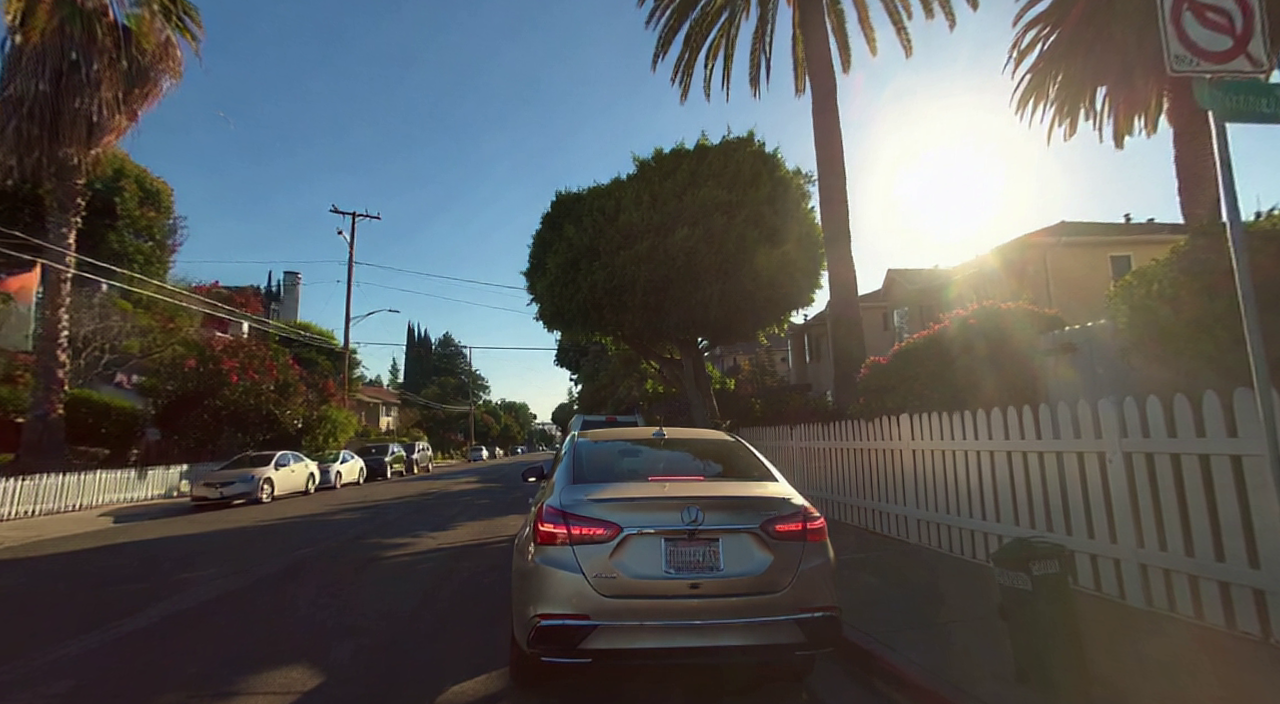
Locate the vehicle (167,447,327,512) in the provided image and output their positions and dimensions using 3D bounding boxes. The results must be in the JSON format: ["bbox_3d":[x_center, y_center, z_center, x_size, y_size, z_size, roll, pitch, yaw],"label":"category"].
[{"bbox_3d":[-11.395,3.665,18.797,2.017,1.627,5.039,1,-8,-7],"label":"vehicle"}]

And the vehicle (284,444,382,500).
[{"bbox_3d":[-12.151,4.715,25.292,2.048,1.485,4.757,-4,-4,-8],"label":"vehicle"}]

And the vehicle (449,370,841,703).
[{"bbox_3d":[-0.134,1.220,5.000,1.894,1.695,3.795,1,-8,-6],"label":"vehicle"}]

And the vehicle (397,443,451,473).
[{"bbox_3d":[-13.173,6.467,38.698,2.060,1.689,4.999,1,-8,-7],"label":"vehicle"}]
